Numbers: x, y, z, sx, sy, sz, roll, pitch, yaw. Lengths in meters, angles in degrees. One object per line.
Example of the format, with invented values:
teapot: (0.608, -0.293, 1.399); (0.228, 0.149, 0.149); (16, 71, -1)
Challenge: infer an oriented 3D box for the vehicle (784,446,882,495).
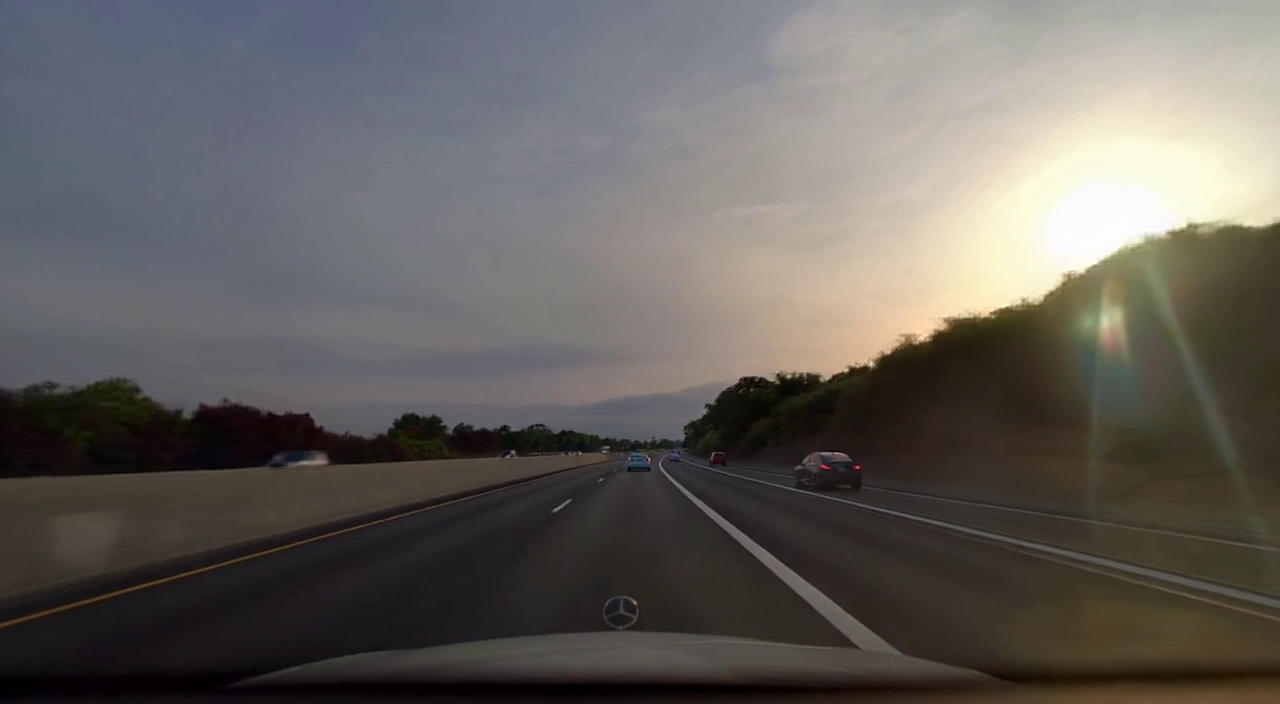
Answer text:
vehicle: (6.792, 4.201, 22.633); (2.008, 1.533, 4.592); (0, -9, -1)

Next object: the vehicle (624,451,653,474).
vehicle: (-0.087, 8.094, 46.119); (2.025, 1.526, 4.181); (0, -9, 0)

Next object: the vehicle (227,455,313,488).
vehicle: (-18.909, 6.104, 32.243); (1.863, 1.490, 4.162); (-1, -9, 1)
